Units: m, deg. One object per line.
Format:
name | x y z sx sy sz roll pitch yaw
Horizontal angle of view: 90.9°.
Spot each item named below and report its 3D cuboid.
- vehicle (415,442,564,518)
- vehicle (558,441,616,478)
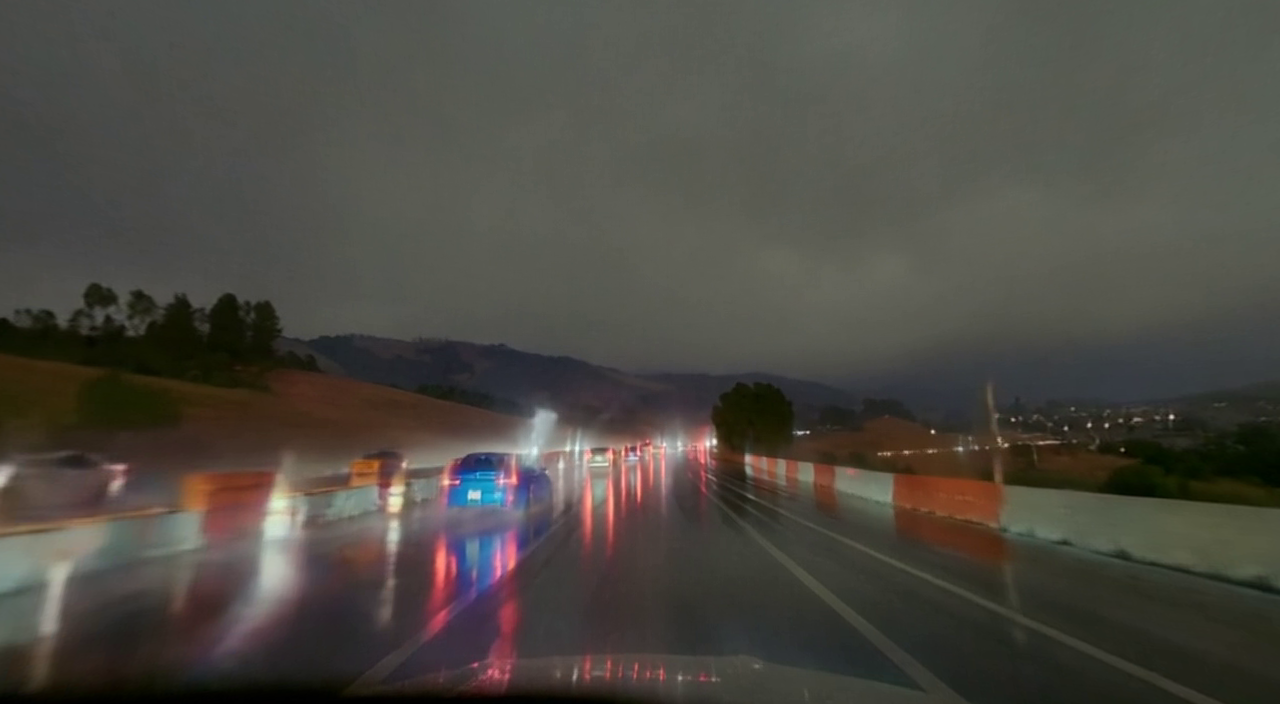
vehicle | -2.932 2.597 13.249 2.061 1.330 3.928 0 -9 2
vehicle | -2.254 4.731 27.935 2.094 1.480 4.124 0 -9 2
